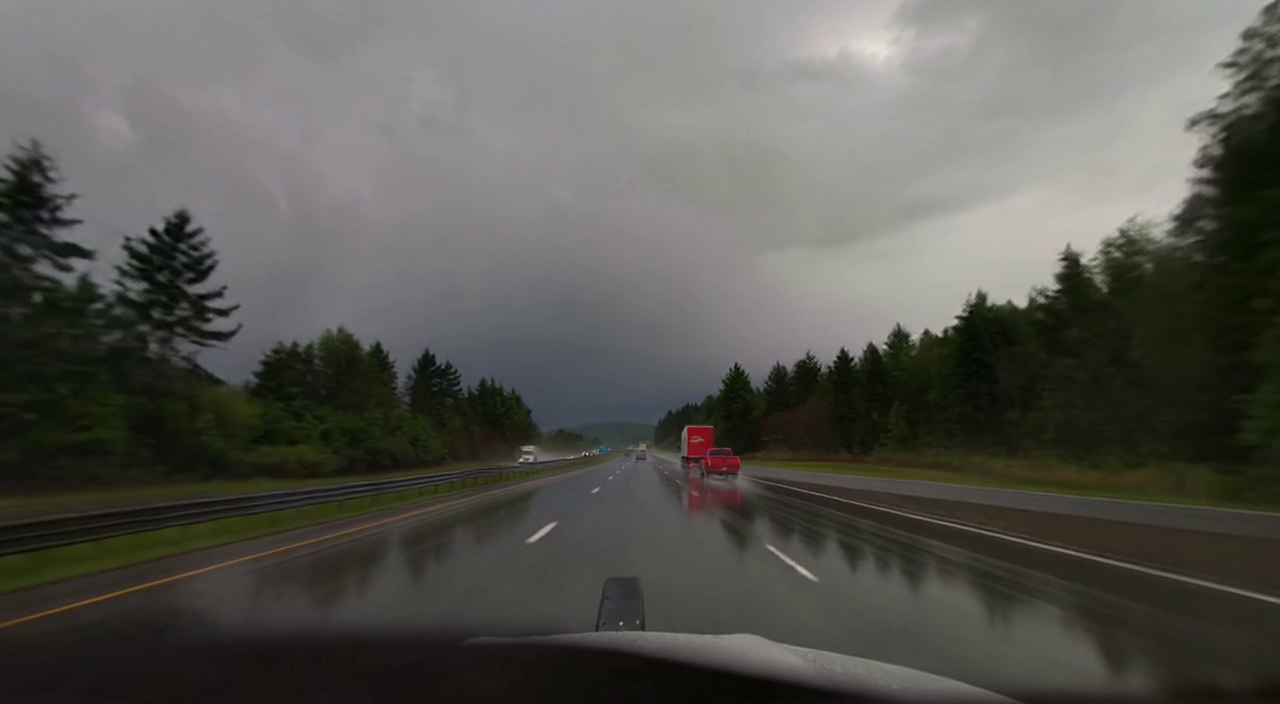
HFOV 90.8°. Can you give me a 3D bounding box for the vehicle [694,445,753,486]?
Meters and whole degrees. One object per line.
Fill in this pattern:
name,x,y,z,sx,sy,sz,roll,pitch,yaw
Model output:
vehicle,3.577,4.927,27.673,2.019,1.601,3.953,0,-9,-1
